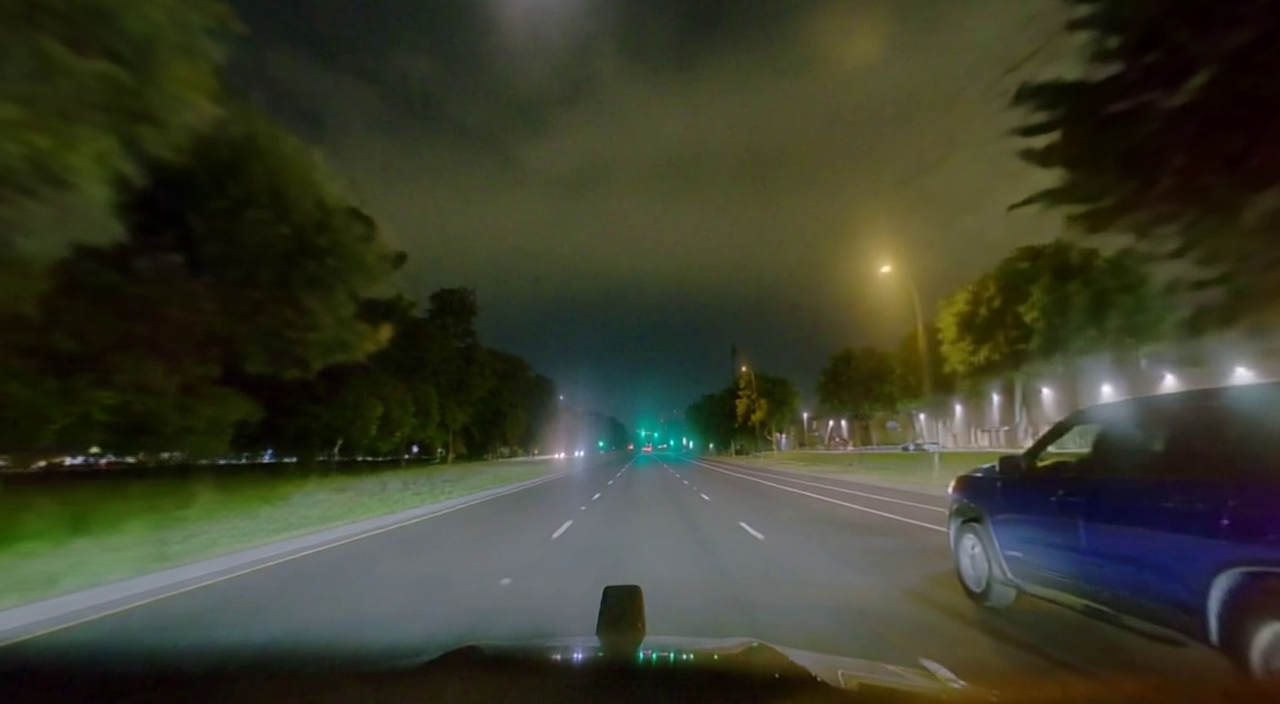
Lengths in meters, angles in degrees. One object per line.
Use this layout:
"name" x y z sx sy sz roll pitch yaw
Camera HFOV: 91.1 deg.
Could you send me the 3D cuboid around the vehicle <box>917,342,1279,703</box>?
"vehicle" 3.665 0.968 3.351 2.087 1.759 5.040 0 -9 0
